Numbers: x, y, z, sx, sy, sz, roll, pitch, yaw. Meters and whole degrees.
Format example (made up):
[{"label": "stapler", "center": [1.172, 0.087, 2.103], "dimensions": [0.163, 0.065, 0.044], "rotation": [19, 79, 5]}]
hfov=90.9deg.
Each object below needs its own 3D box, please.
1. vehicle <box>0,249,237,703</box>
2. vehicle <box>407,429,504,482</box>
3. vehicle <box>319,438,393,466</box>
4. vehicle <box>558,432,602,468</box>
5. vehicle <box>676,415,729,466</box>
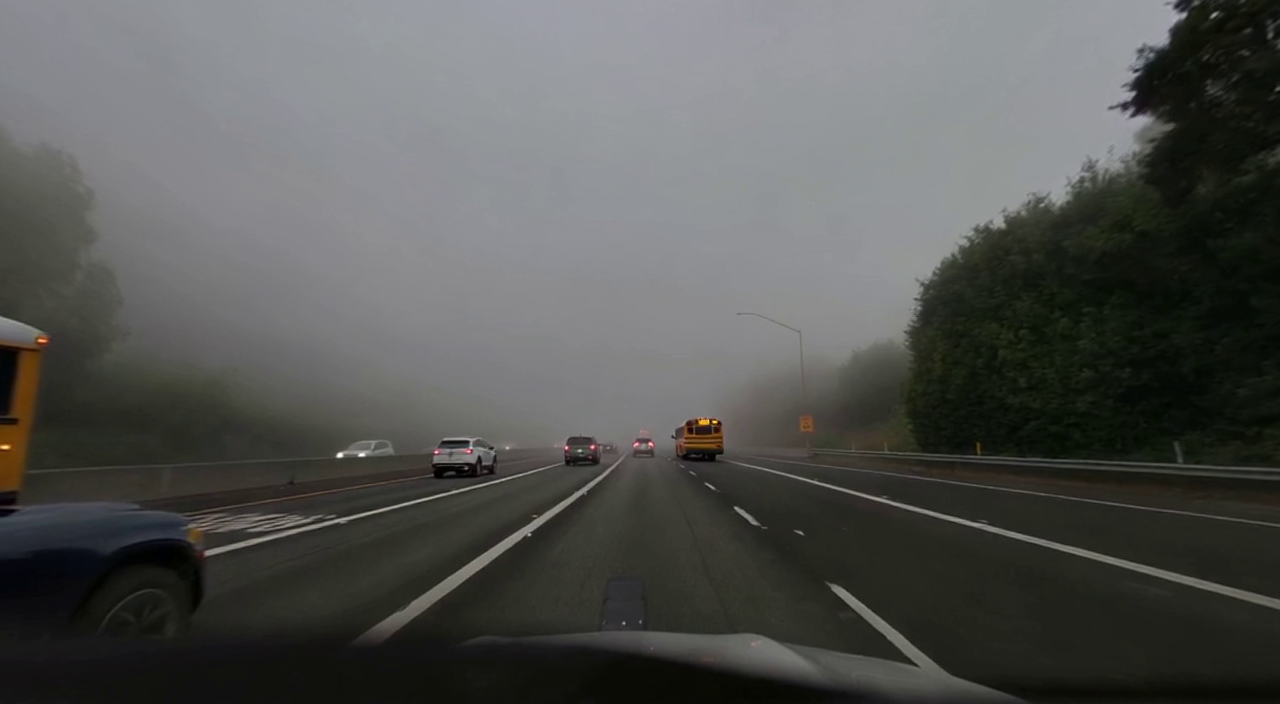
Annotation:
[{"label": "vehicle", "center": [-3.576, 0.374, 0.621], "dimensions": [2.401, 1.977, 5.888], "rotation": [0, -8, 1]}, {"label": "vehicle", "center": [-7.108, 4.048, 24.954], "dimensions": [2.217, 1.870, 5.075], "rotation": [0, -8, 1]}, {"label": "vehicle", "center": [-18.960, 6.726, 42.486], "dimensions": [2.484, 1.728, 5.420], "rotation": [0, -8, -1]}, {"label": "vehicle", "center": [-3.351, 5.579, 36.043], "dimensions": [2.016, 1.898, 4.458], "rotation": [0, -8, 1]}, {"label": "vehicle", "center": [3.761, 5.536, 39.321], "dimensions": [2.573, 2.828, 6.754], "rotation": [0, -8, 0]}]
